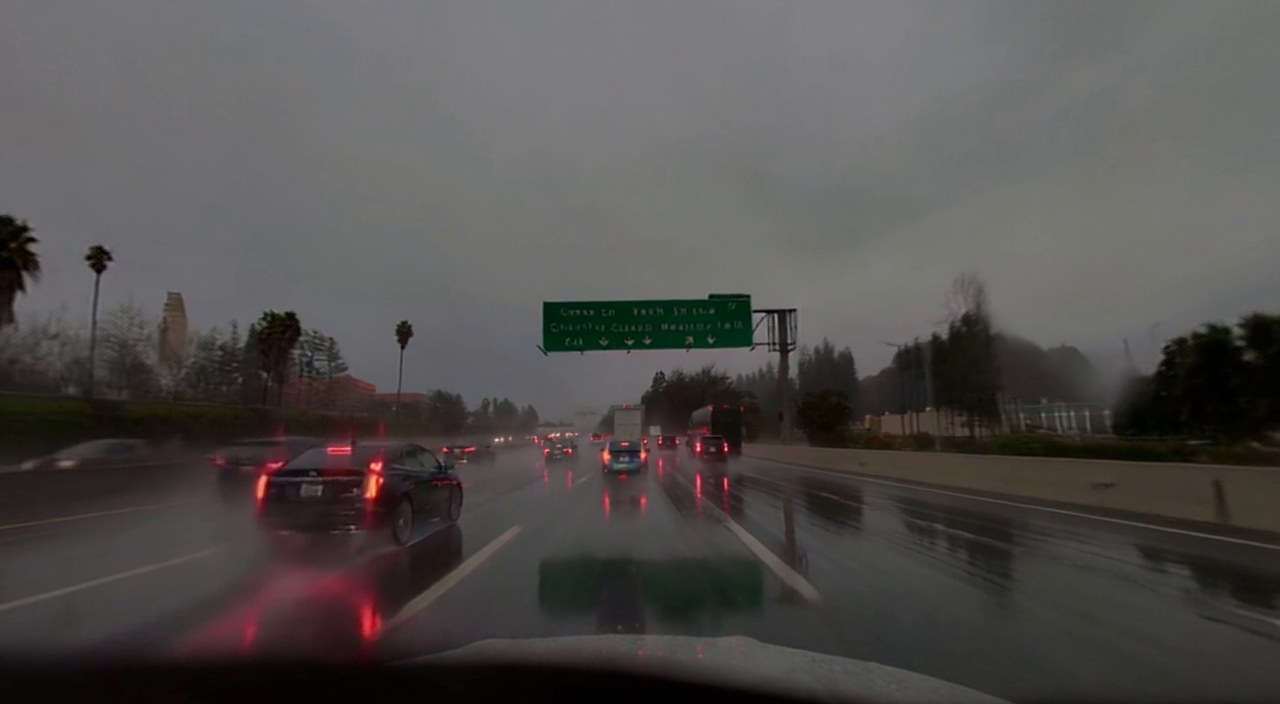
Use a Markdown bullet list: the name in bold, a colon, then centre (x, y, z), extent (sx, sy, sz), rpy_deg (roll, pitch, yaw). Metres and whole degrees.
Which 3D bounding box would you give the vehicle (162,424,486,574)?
- **vehicle**: centre (-3.710, 1.792, 8.567), extent (2.064, 1.475, 4.489), rpy_deg (0, -8, 0)

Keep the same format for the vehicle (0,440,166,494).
- **vehicle**: centre (-20.645, 4.163, 23.352), extent (2.213, 1.741, 5.092), rpy_deg (0, -8, -2)

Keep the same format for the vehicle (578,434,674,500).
- **vehicle**: centre (-0.304, 2.871, 16.128), extent (2.136, 1.470, 3.971), rpy_deg (0, -8, 0)

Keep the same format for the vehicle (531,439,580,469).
- **vehicle**: centre (-4.254, 5.228, 32.406), extent (1.998, 1.423, 4.436), rpy_deg (0, -8, -1)

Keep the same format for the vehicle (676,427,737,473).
- **vehicle**: centre (2.891, 4.394, 28.339), extent (2.173, 1.870, 4.499), rpy_deg (0, -8, -1)

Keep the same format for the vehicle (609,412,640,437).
- **vehicle**: centre (-1.145, 5.513, 47.466), extent (2.206, 1.803, 4.569), rpy_deg (0, -8, -1)
